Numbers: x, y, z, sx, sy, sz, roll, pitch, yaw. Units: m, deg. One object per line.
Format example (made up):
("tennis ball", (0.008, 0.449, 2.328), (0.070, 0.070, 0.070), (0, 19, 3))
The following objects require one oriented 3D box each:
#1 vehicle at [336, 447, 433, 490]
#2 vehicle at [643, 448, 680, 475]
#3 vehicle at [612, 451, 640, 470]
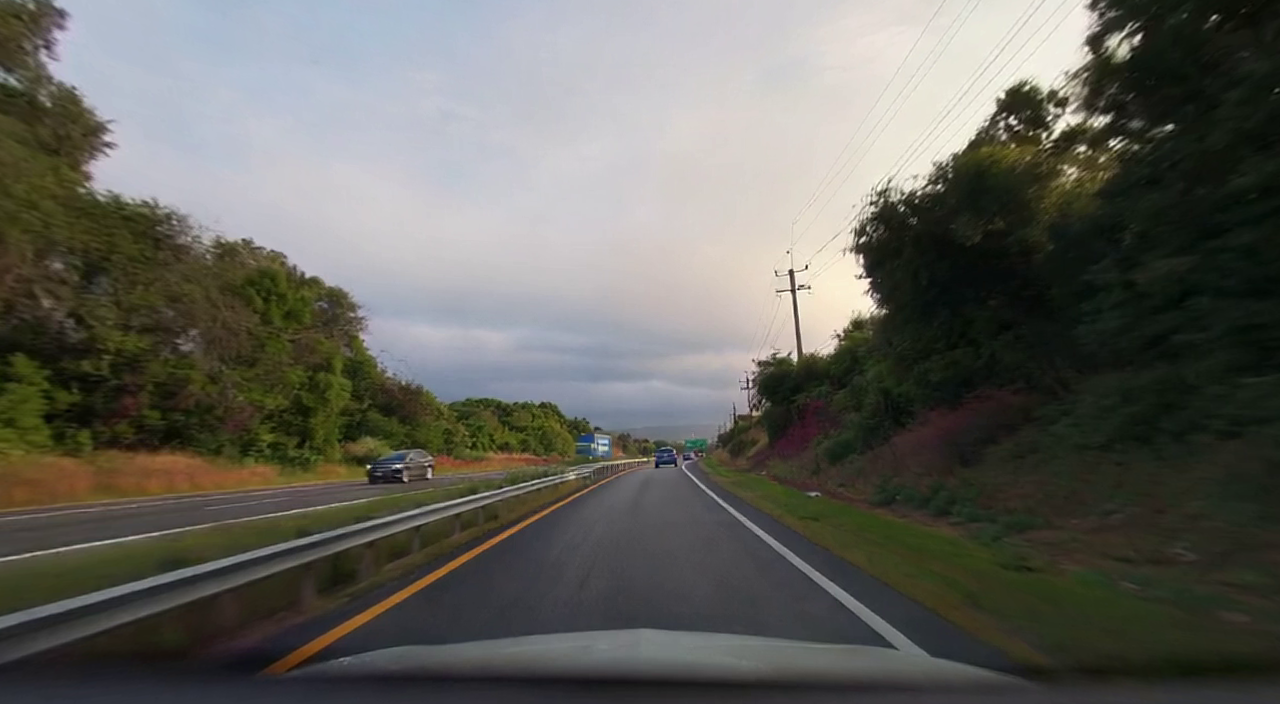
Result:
("vehicle", (-11.310, 5.174, 28.325), (2.013, 1.718, 4.701), (-1, -9, 6))
("vehicle", (1.346, 6.573, 38.001), (2.080, 1.486, 3.813), (-1, -9, 3))
("vehicle", (-1.077, 8.562, 49.816), (1.816, 1.423, 3.847), (-1, -9, 5))
